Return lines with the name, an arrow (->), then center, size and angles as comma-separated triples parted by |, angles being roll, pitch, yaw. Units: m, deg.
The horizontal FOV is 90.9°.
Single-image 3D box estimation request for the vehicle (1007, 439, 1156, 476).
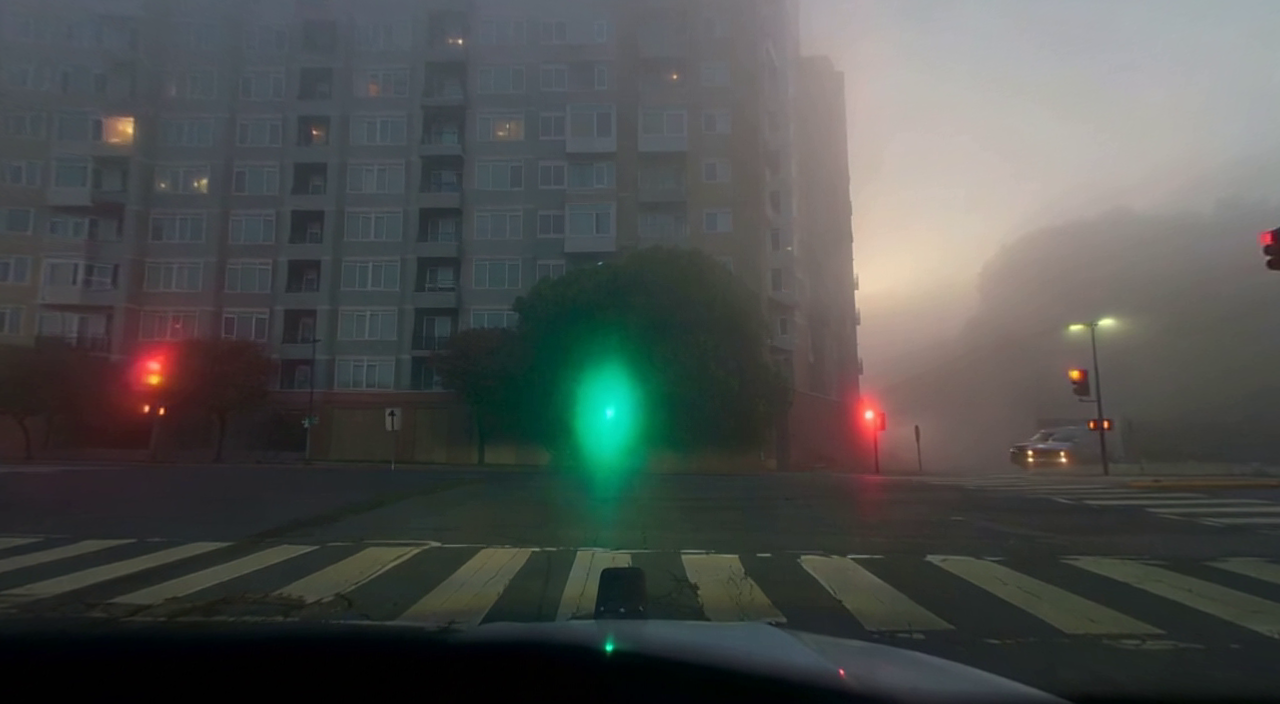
vehicle -> 18.577, 4.462, 26.700 | 4.823, 1.458, 1.914 | 0, -9, -1
